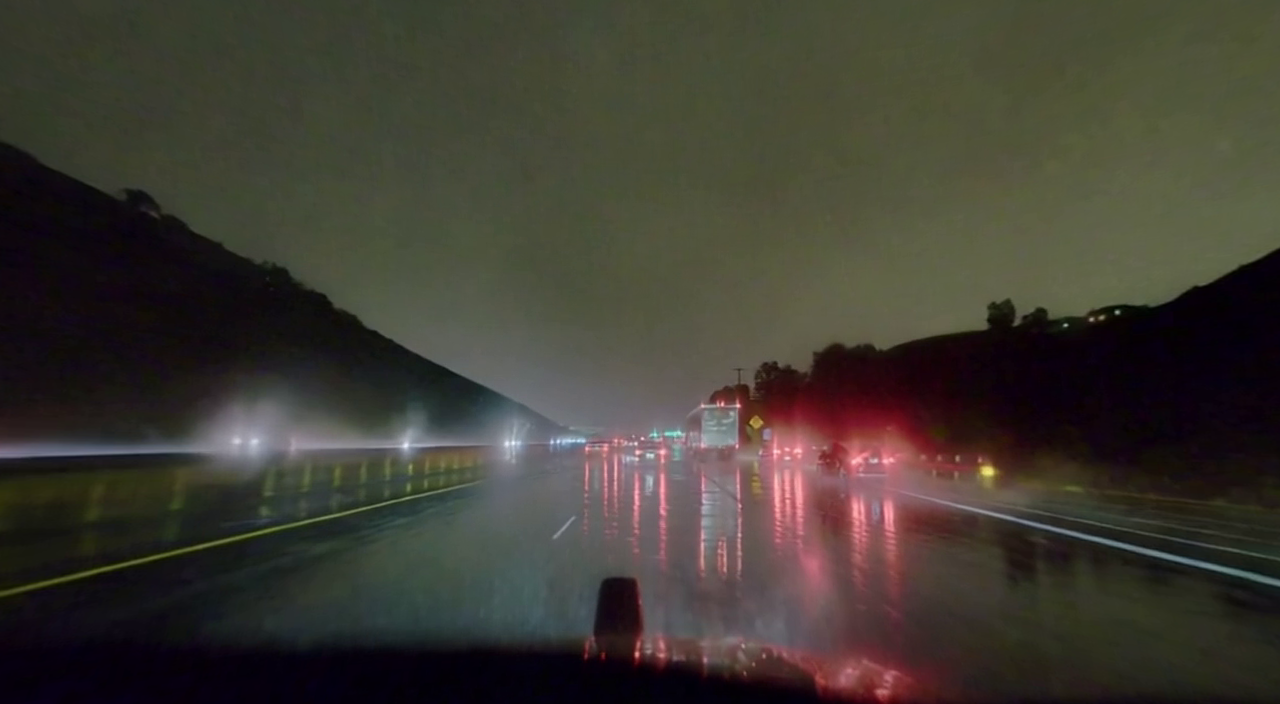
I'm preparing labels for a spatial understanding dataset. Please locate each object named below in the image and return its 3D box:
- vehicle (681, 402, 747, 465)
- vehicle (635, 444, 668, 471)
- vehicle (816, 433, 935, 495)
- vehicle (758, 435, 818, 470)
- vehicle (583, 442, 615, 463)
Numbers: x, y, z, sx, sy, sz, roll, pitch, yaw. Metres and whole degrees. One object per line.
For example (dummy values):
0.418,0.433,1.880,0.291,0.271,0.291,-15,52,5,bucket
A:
4.643,5.536,41.848,3.130,3.607,11.129,0,-9,0,vehicle
0.650,6.232,37.463,1.866,1.492,3.932,0,-9,0,vehicle
7.135,3.442,19.692,2.044,1.676,4.421,0,-9,1,vehicle
8.054,5.536,34.698,2.143,1.775,4.729,0,-9,0,vehicle
-3.080,7.580,47.778,2.132,1.506,4.256,0,-9,0,vehicle
